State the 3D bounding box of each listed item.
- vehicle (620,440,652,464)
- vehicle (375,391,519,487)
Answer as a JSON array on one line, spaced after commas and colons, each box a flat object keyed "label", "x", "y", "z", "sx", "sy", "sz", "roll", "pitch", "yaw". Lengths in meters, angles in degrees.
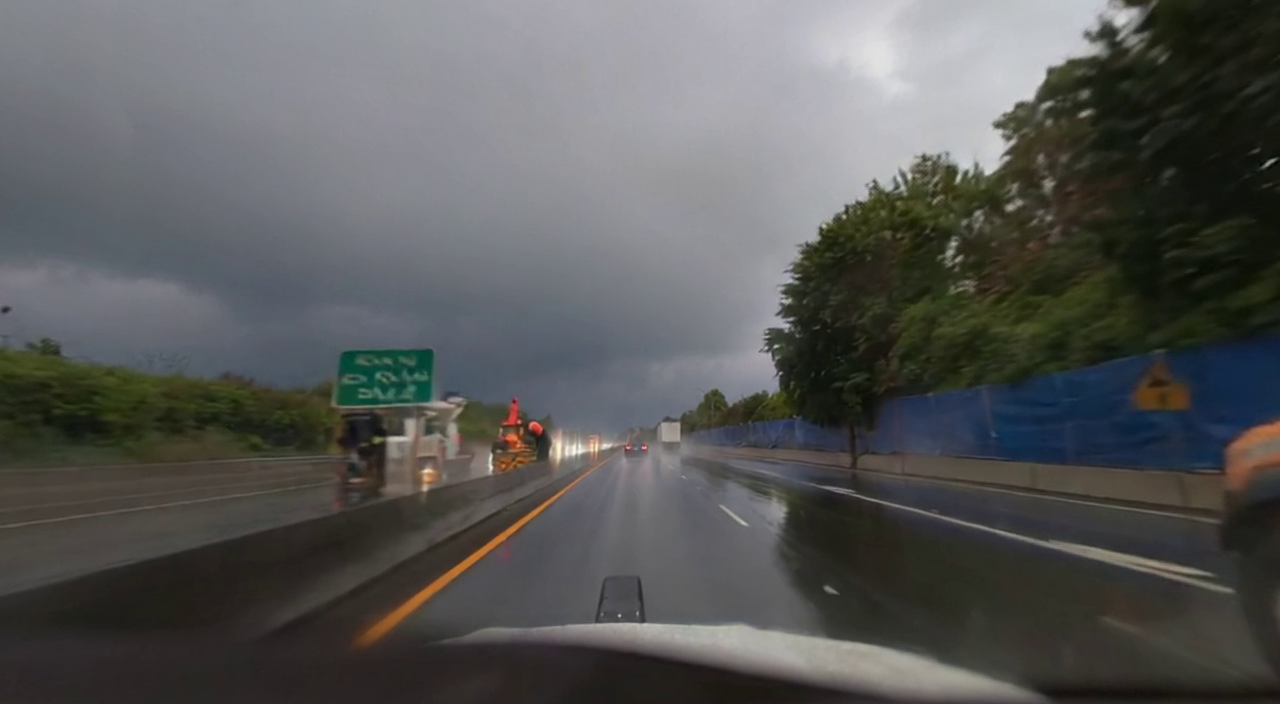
[{"label": "vehicle", "x": -0.261, "y": 6.558, "z": 41.150, "sx": 2.004, "sy": 1.472, "sz": 4.075, "roll": 0, "pitch": -8, "yaw": -1}, {"label": "vehicle", "x": -8.154, "y": 3.980, "z": 28.448, "sx": 3.088, "sy": 3.551, "sz": 10.063, "roll": 0, "pitch": -8, "yaw": 1}]
